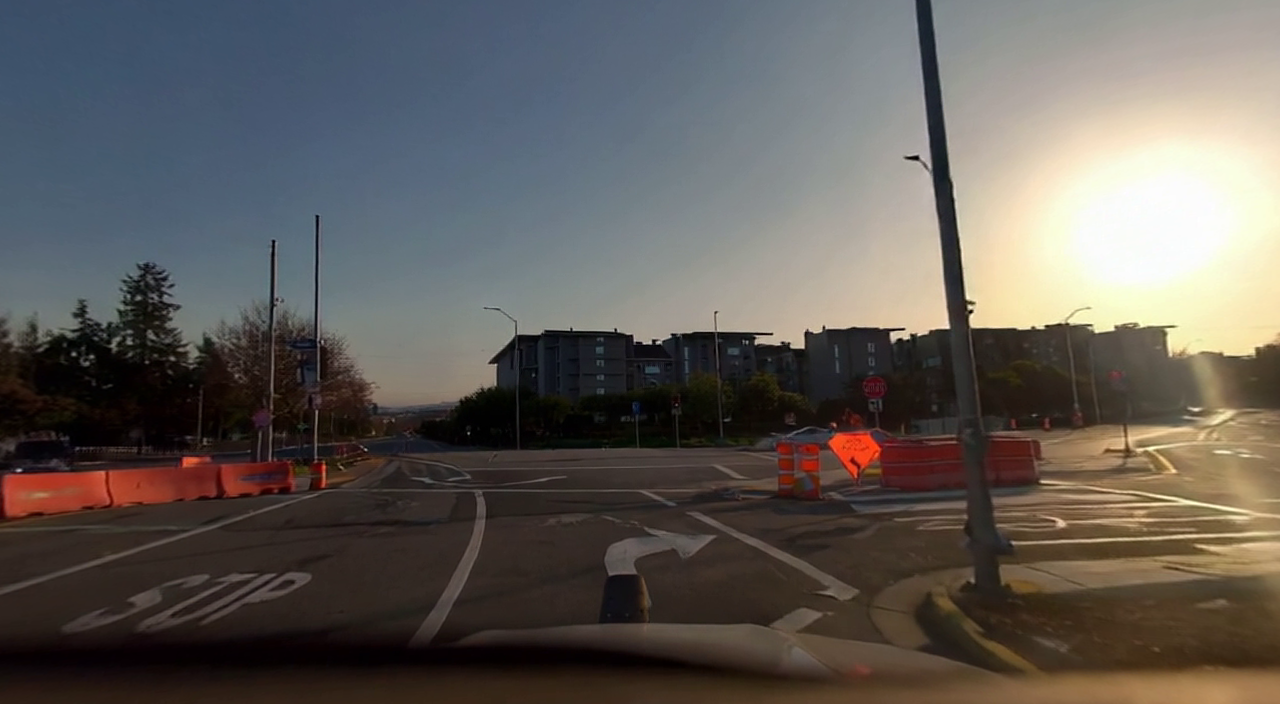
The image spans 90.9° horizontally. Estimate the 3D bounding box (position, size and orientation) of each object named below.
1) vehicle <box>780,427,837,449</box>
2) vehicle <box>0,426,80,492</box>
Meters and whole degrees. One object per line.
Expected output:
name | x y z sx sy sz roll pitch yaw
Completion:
vehicle | 13.374 6.827 49.963 4.302 1.628 1.957 5 -10 -33
vehicle | -18.230 3.126 18.667 2.159 1.734 4.292 8 -12 -43
